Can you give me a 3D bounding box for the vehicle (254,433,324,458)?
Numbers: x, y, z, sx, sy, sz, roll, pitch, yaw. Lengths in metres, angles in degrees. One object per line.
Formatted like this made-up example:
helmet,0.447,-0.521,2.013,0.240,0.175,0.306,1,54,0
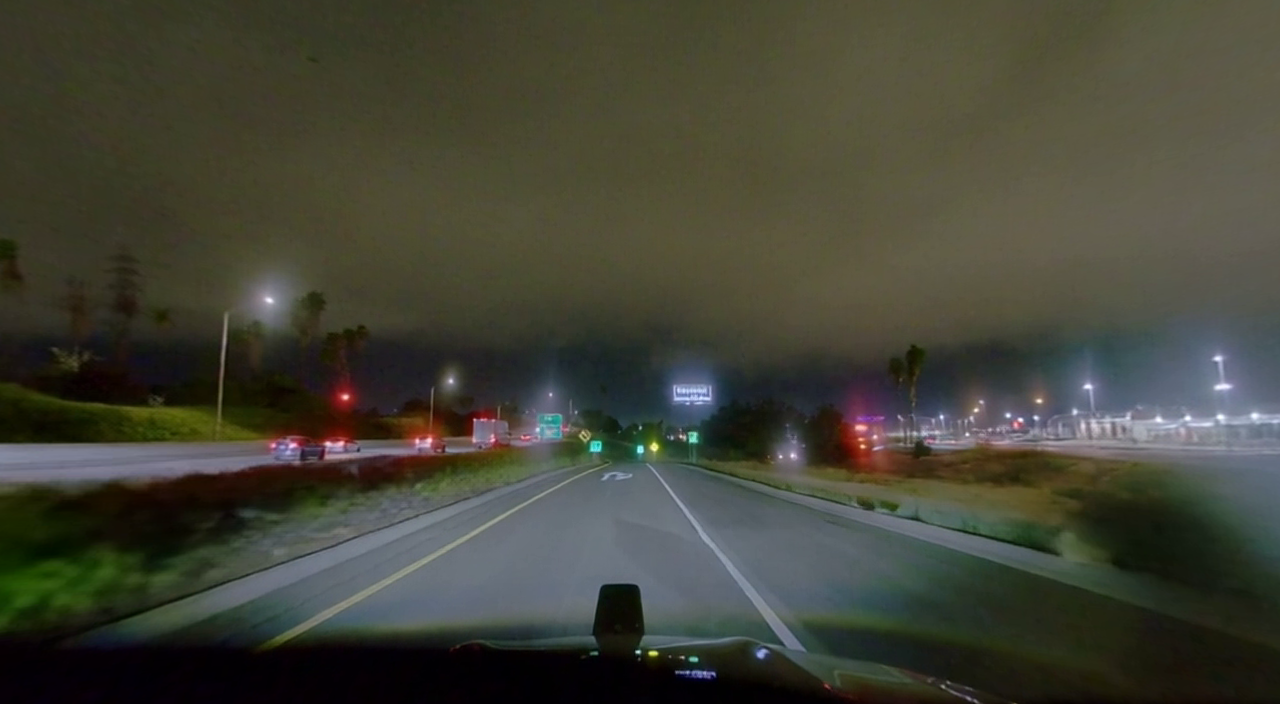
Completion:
vehicle,-21.960,5.891,39.771,1.933,1.496,4.516,0,-9,-2
